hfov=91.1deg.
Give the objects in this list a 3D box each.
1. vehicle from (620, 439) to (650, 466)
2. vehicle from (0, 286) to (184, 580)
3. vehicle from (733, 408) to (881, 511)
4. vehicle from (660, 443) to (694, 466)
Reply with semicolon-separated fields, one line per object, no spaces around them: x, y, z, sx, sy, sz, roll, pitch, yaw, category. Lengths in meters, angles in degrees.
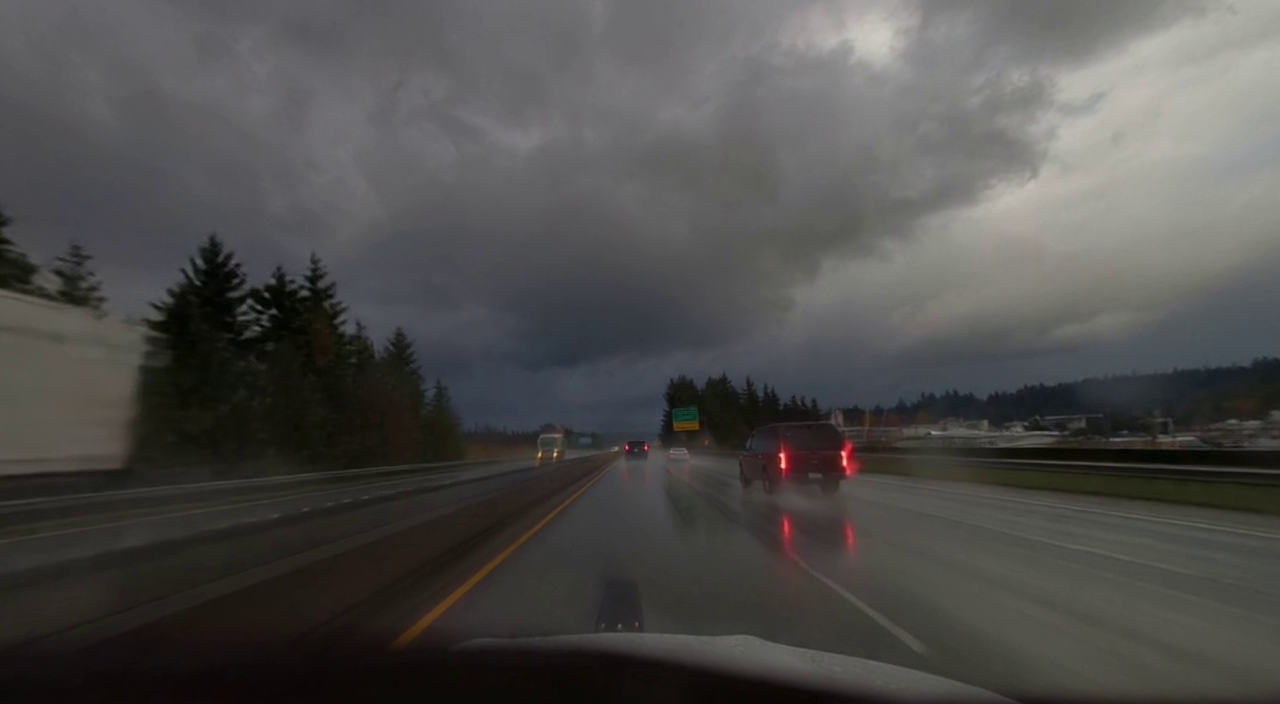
-0.396;7.585;47.691;2.192;1.912;4.524;0;-9;-1;vehicle
-10.609;0.575;5.086;3.462;4.045;14.036;0;-9;-1;vehicle
3.606;2.442;14.621;1.981;1.984;4.623;0;-9;-2;vehicle
2.696;7.599;46.772;2.123;1.620;4.959;0;-9;-1;vehicle
